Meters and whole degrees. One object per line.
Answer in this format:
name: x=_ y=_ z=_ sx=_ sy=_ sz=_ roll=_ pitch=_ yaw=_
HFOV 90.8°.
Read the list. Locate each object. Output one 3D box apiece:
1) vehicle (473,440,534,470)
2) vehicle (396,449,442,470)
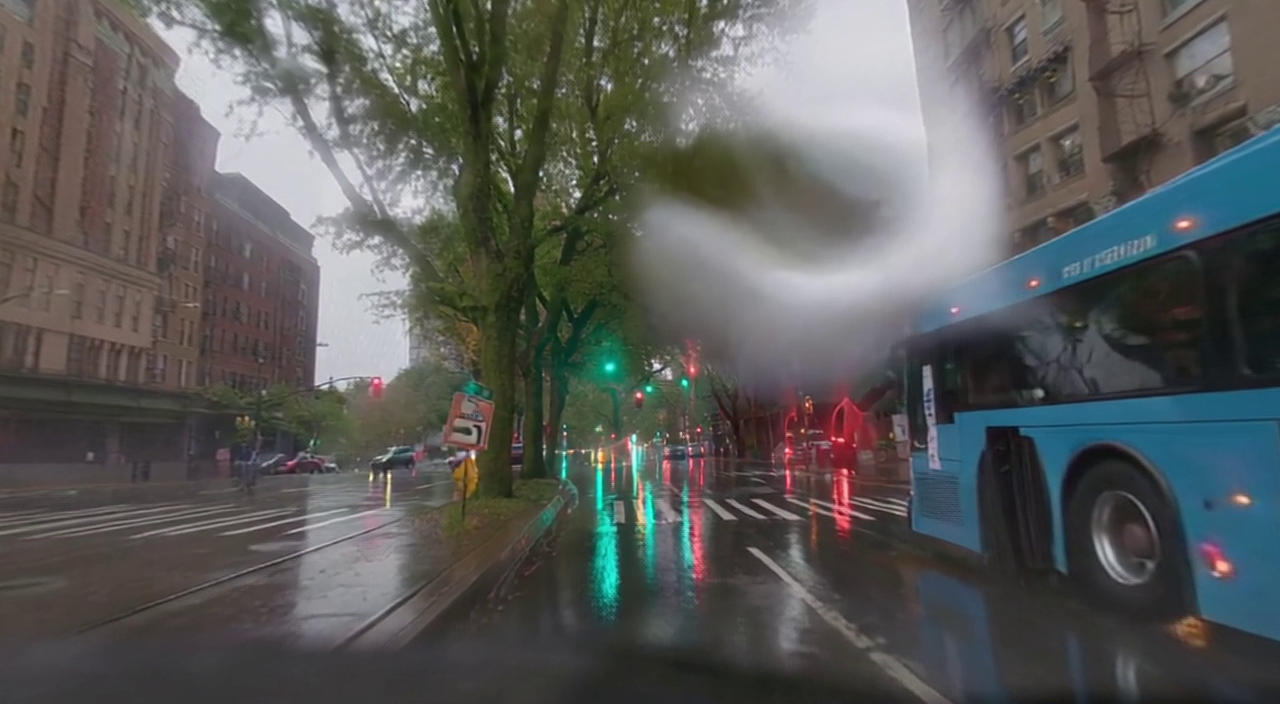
vehicle: x=-7.700 y=5.756 z=35.437 sx=2.123 sy=1.544 sz=4.158 roll=5 pitch=-10 yaw=-30
vehicle: x=-17.055 y=8.248 z=48.663 sx=2.036 sy=1.467 sz=3.979 roll=7 pitch=-11 yaw=-39
